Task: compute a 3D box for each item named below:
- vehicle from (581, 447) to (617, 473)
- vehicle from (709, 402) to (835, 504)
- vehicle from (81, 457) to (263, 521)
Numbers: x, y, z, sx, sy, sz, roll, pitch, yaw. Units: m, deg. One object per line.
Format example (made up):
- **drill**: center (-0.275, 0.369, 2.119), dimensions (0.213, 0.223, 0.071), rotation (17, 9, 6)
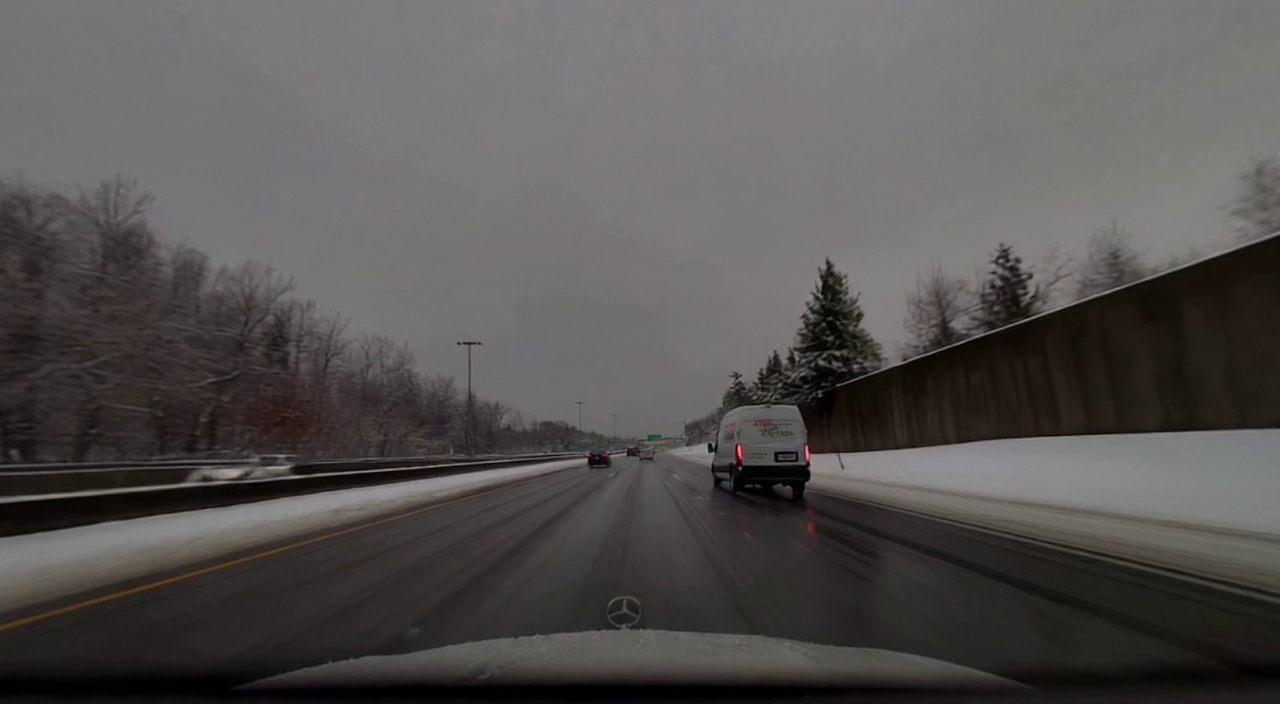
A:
- **vehicle**: center (-2.661, 7.117, 41.831), dimensions (1.964, 1.618, 4.489), rotation (0, -9, 2)
- **vehicle**: center (3.685, 3.024, 19.004), dimensions (2.469, 2.591, 5.653), rotation (0, -9, -1)
- **vehicle**: center (-11.869, 3.459, 16.346), dimensions (1.831, 1.411, 3.665), rotation (0, -9, 0)
